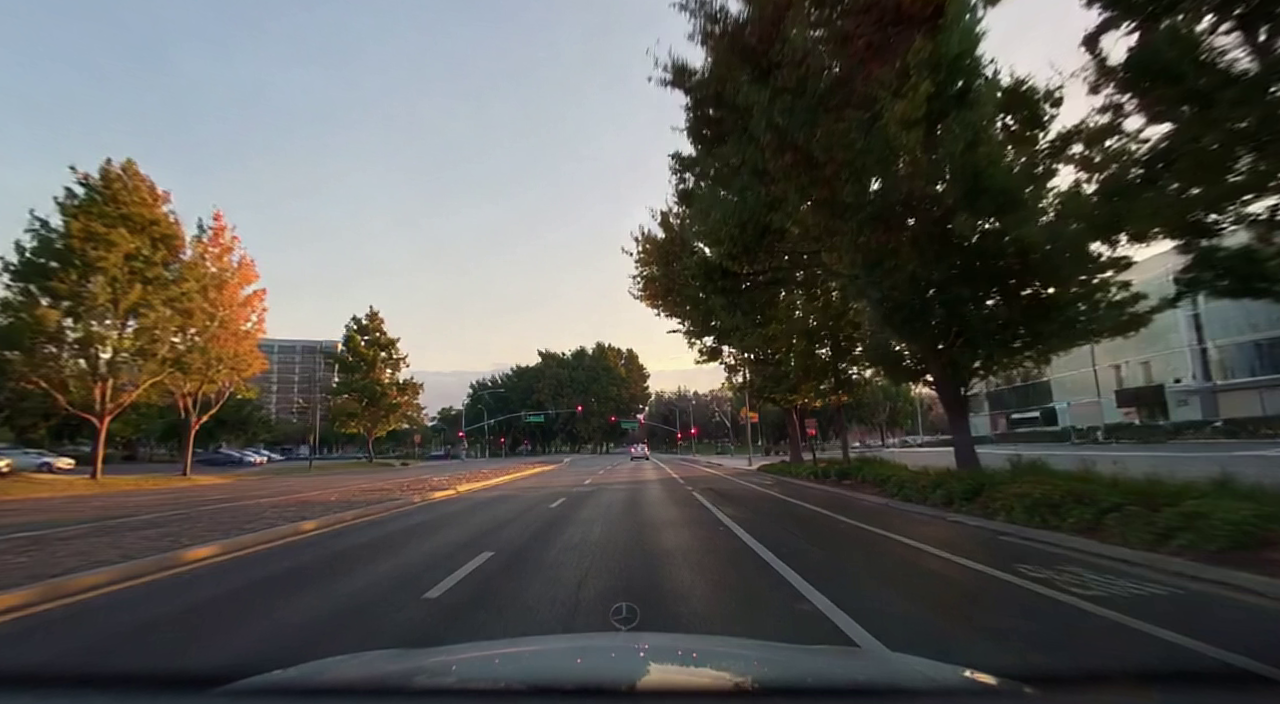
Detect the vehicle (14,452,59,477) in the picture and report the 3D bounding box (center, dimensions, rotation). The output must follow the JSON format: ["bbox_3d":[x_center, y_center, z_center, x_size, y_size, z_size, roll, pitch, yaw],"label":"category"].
[{"bbox_3d":[-38.057,7.087,39.898,1.804,1.456,3.750,5,-11,-41],"label":"vehicle"}]
